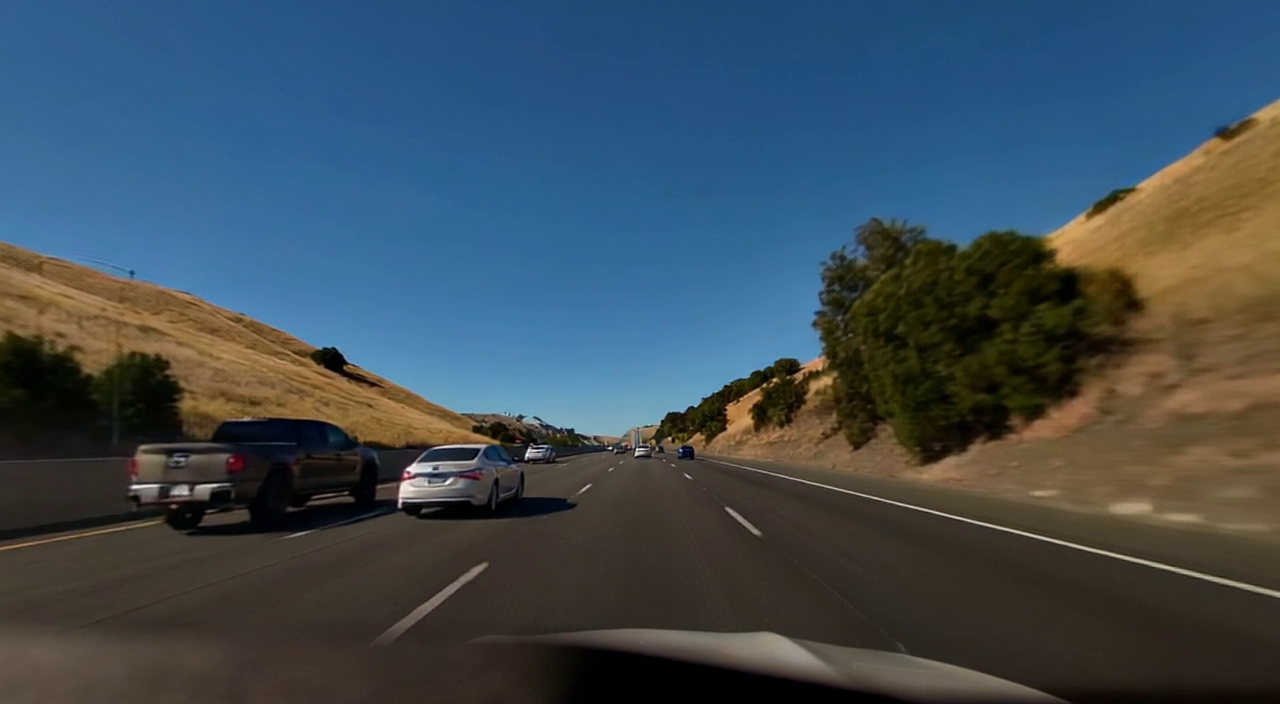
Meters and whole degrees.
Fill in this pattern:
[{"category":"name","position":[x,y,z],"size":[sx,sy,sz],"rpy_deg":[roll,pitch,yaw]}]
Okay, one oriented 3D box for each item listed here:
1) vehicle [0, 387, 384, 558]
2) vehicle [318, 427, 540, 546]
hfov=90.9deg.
[{"category":"vehicle","position":[-7.080,1.927,10.864],"size":[2.589,2.063,6.206],"rpy_deg":[0,-8,1]},{"category":"vehicle","position":[-3.162,2.121,10.672],"size":[2.091,1.552,4.516],"rpy_deg":[0,-8,2]}]
